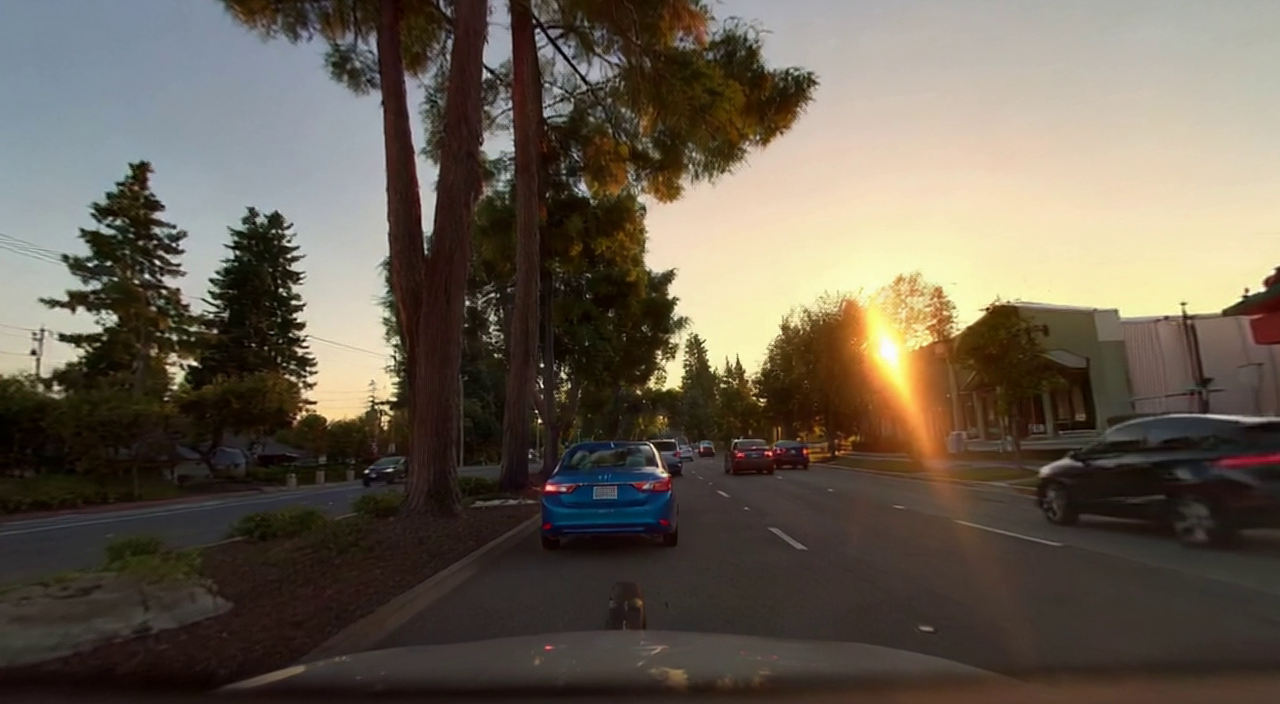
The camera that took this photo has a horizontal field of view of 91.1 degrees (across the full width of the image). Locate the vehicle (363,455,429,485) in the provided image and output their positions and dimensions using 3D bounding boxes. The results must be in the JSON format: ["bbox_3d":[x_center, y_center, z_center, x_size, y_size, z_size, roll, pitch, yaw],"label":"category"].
[{"bbox_3d":[-13.538,6.554,35.165,1.900,1.508,4.459,0,-8,0],"label":"vehicle"}]

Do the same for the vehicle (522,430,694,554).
[{"bbox_3d":[-0.357,2.023,9.791,2.111,1.506,4.018,0,-8,1],"label":"vehicle"}]

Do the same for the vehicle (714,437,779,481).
[{"bbox_3d":[4.271,4.367,25.828,1.971,1.637,4.317,0,-8,1],"label":"vehicle"}]

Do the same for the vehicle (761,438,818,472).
[{"bbox_3d":[8.108,5.637,34.520,2.064,1.747,4.372,0,-8,1],"label":"vehicle"}]

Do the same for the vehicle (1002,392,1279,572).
[{"bbox_3d":[7.625,1.664,8.687,2.165,1.806,5.243,0,-8,1],"label":"vehicle"}]
